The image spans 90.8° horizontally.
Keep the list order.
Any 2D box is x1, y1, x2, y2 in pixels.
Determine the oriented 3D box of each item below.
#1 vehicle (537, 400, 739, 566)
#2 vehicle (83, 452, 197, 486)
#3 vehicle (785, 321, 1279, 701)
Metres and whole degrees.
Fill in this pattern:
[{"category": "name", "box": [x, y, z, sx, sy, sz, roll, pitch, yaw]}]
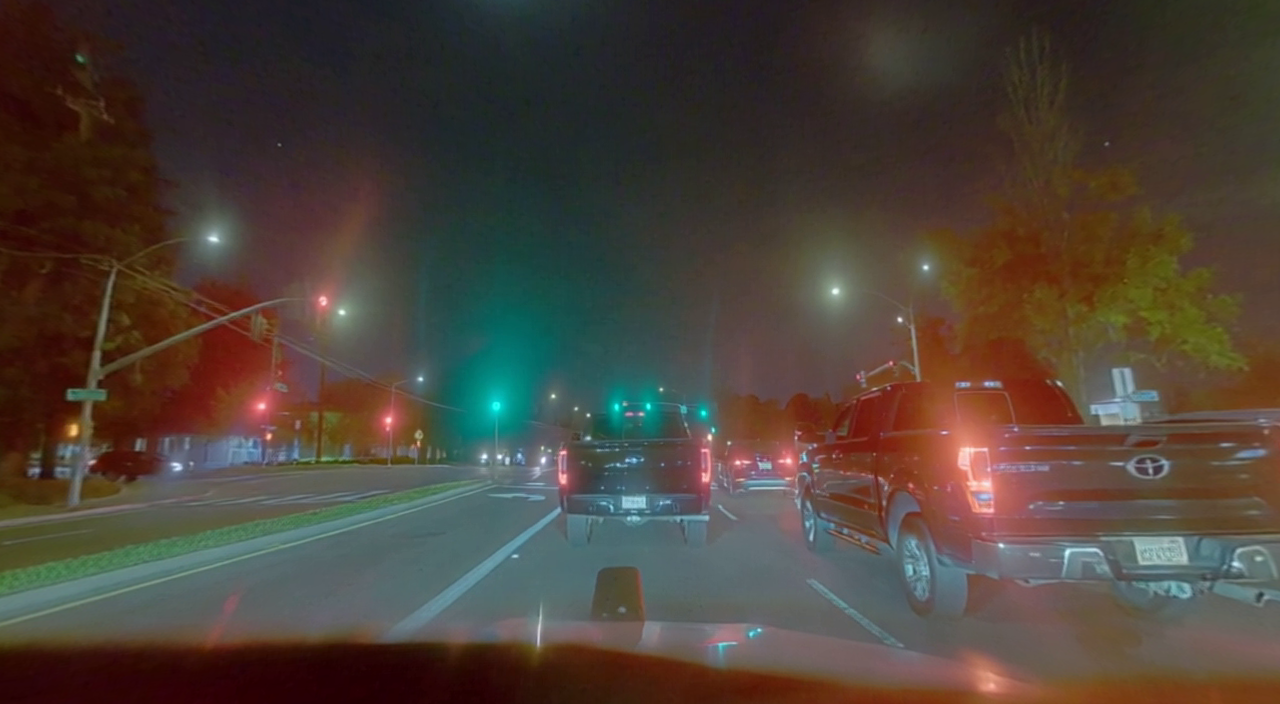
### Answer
[{"category": "vehicle", "box": [-0.087, 1.826, 9.593, 2.240, 1.821, 5.001, 0, -9, -2]}, {"category": "vehicle", "box": [-26.528, 6.186, 33.725, 4.437, 1.669, 1.936, 5, -10, -30]}, {"category": "vehicle", "box": [3.324, 1.218, 6.150, 2.412, 1.953, 5.682, 0, -9, -1]}]
